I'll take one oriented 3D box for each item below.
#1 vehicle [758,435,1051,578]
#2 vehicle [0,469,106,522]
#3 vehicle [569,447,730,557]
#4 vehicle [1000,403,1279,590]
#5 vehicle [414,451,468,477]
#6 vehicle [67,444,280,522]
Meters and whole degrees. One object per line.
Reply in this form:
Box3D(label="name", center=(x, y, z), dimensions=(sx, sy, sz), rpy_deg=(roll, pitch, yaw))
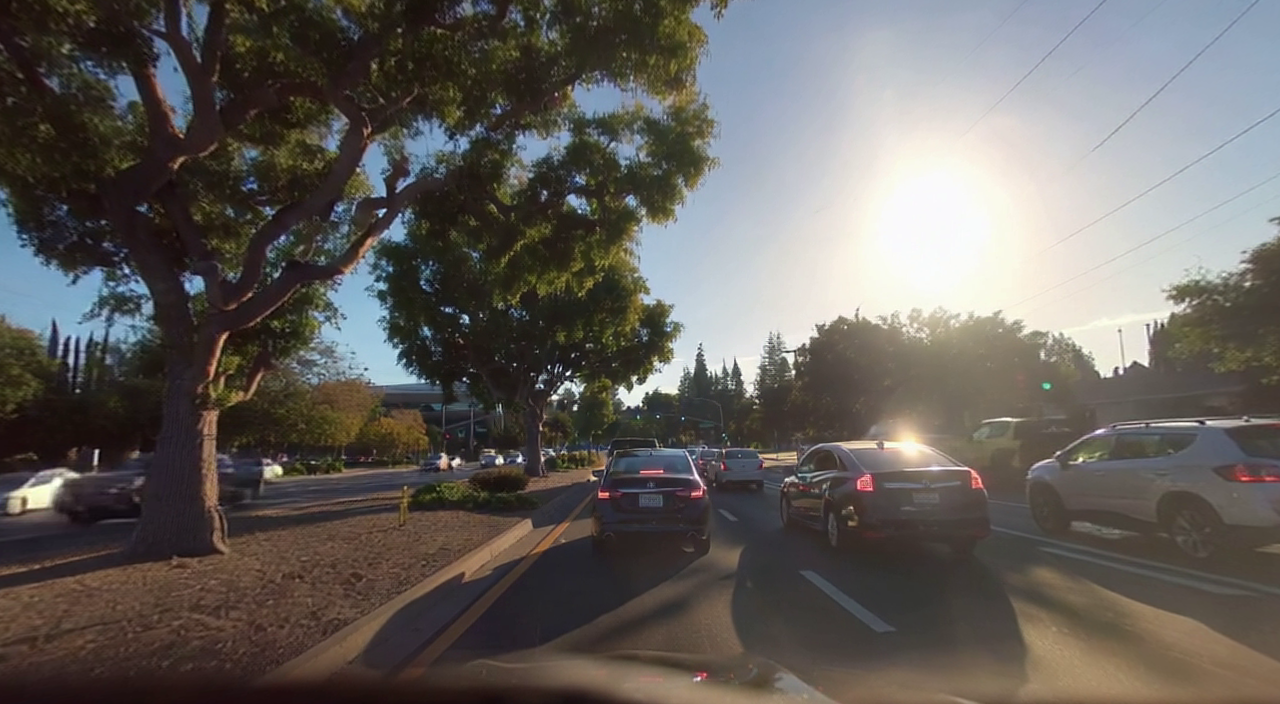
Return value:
Box3D(label="vehicle", center=(3.182, 1.960, 9.014), dimensions=(1.970, 1.445, 4.974), rpy_deg=(0, -9, -1))
Box3D(label="vehicle", center=(-18.385, 4.185, 18.641), dimensions=(1.798, 1.333, 3.944), rpy_deg=(0, -9, -1))
Box3D(label="vehicle", center=(0.085, 2.173, 9.944), dimensions=(1.990, 1.347, 4.067), rpy_deg=(0, -9, -1))
Box3D(label="vehicle", center=(6.907, 1.667, 8.050), dimensions=(1.987, 1.730, 4.373), rpy_deg=(0, -9, -1))
Box3D(label="vehicle", center=(-12.429, 6.999, 39.777), dimensions=(1.943, 1.467, 4.442), rpy_deg=(0, -9, 0))
Box3D(label="vehicle", center=(-11.562, 3.222, 16.201), dimensions=(1.980, 1.675, 4.581), rpy_deg=(0, -9, 0))
